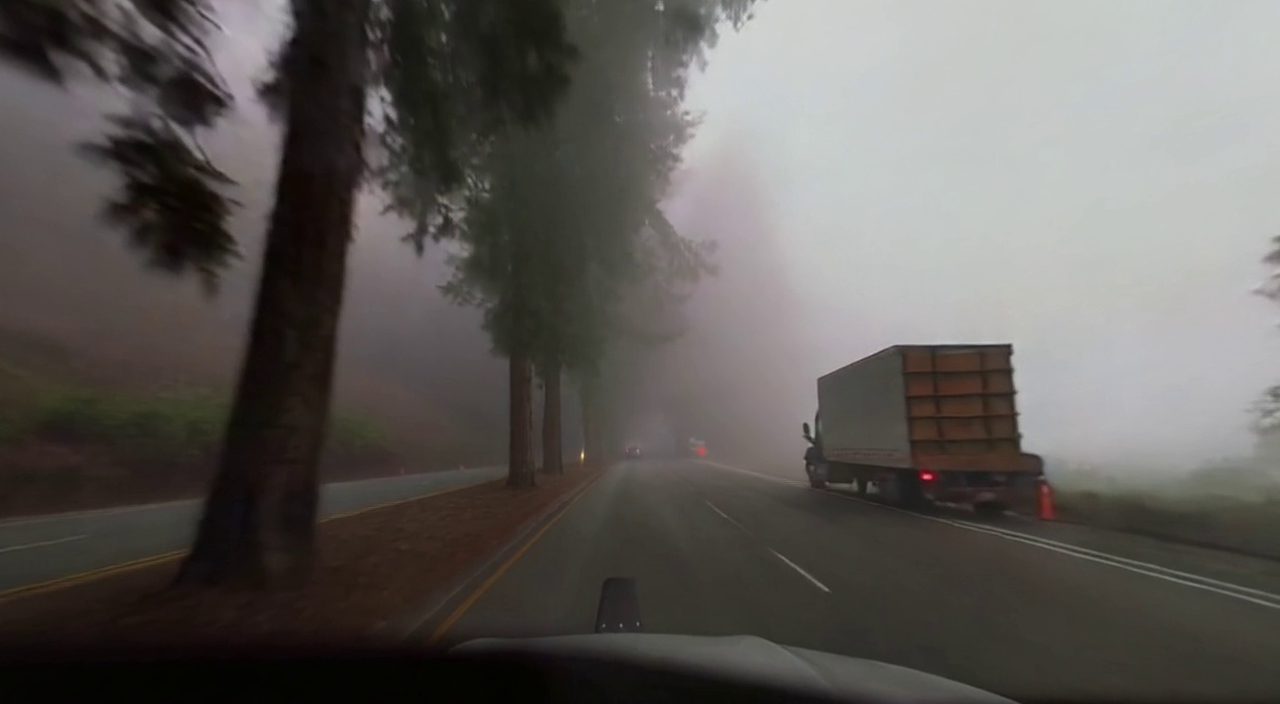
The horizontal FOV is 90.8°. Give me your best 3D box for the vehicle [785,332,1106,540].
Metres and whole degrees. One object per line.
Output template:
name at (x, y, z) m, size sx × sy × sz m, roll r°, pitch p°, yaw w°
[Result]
vehicle at (6.272, 2.157, 15.997) m, size 2.664 × 3.418 × 11.107 m, roll 0°, pitch -8°, yaw 0°
